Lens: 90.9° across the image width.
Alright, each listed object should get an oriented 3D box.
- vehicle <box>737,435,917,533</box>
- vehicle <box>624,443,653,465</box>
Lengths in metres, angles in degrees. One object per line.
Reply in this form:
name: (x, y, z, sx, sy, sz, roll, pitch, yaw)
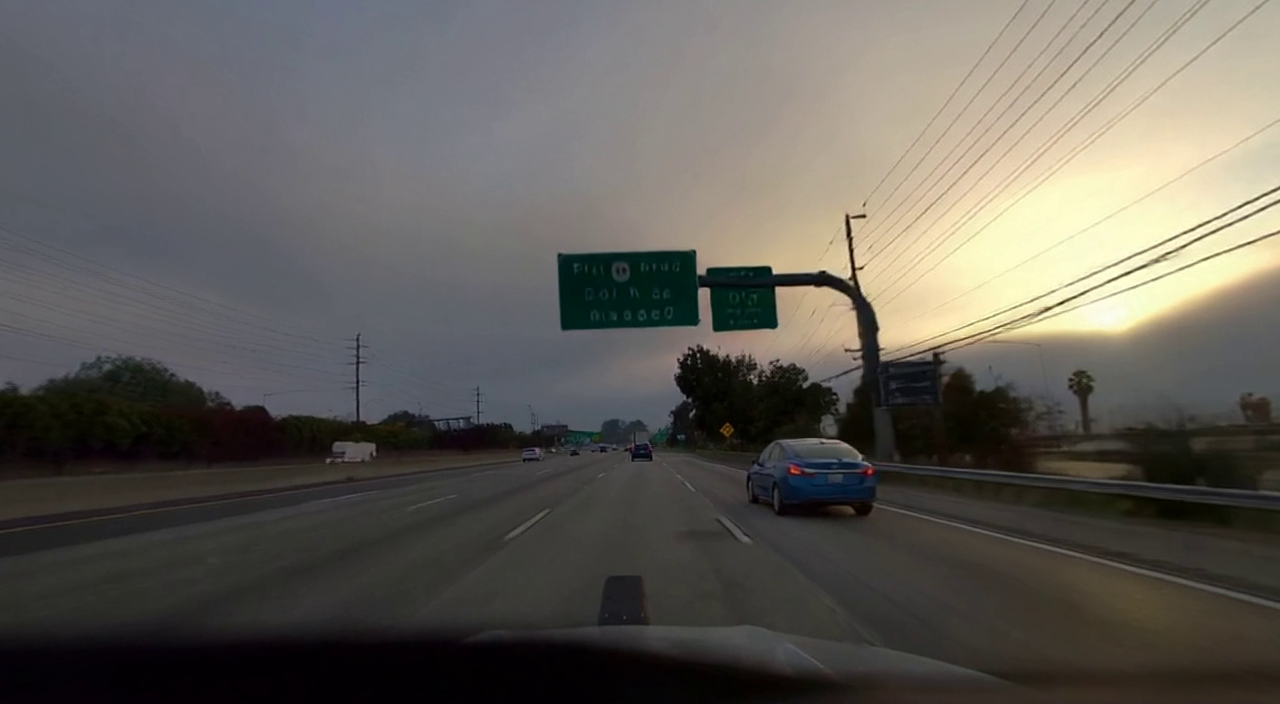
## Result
vehicle: (3.307, 2.424, 12.251, 2.060, 1.526, 4.387, 0, -8, -1)
vehicle: (-0.091, 7.453, 46.224, 2.036, 1.474, 3.969, 0, -8, 0)
